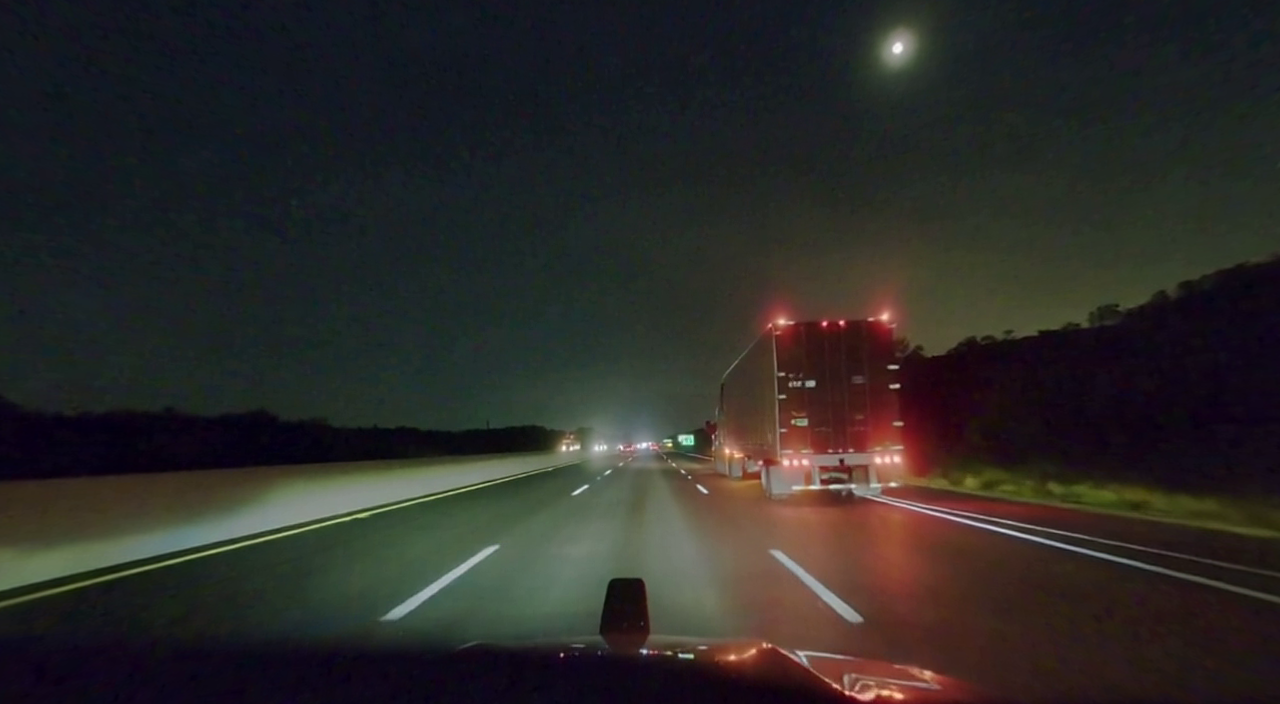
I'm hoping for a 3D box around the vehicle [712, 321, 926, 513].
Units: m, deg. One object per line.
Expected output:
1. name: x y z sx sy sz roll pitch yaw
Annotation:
1. vehicle: 4.157 2.098 18.286 2.870 3.768 11.872 0 -8 1
